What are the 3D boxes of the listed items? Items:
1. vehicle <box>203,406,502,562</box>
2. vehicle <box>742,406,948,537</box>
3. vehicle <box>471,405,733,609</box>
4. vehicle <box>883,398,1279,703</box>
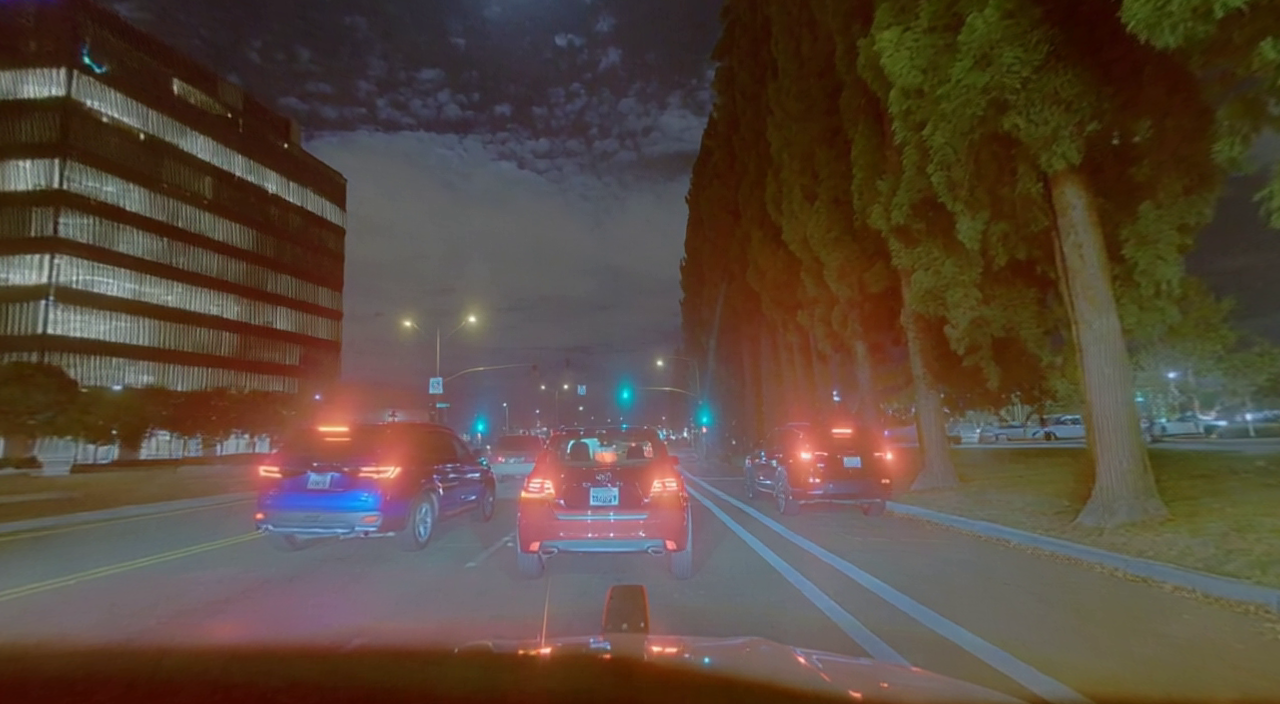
[{"bbox_3d":[-3.748,1.830,9.507,2.141,1.718,4.809,0,-8,1],"label":"vehicle"},{"bbox_3d":[3.345,2.083,11.530,2.117,1.879,4.715,0,-8,-1],"label":"vehicle"},{"bbox_3d":[-0.353,1.586,7.412,2.114,1.631,4.459,0,-8,-1],"label":"vehicle"},{"bbox_3d":[3.248,1.075,3.399,2.045,1.459,4.462,0,-8,-1],"label":"vehicle"}]
